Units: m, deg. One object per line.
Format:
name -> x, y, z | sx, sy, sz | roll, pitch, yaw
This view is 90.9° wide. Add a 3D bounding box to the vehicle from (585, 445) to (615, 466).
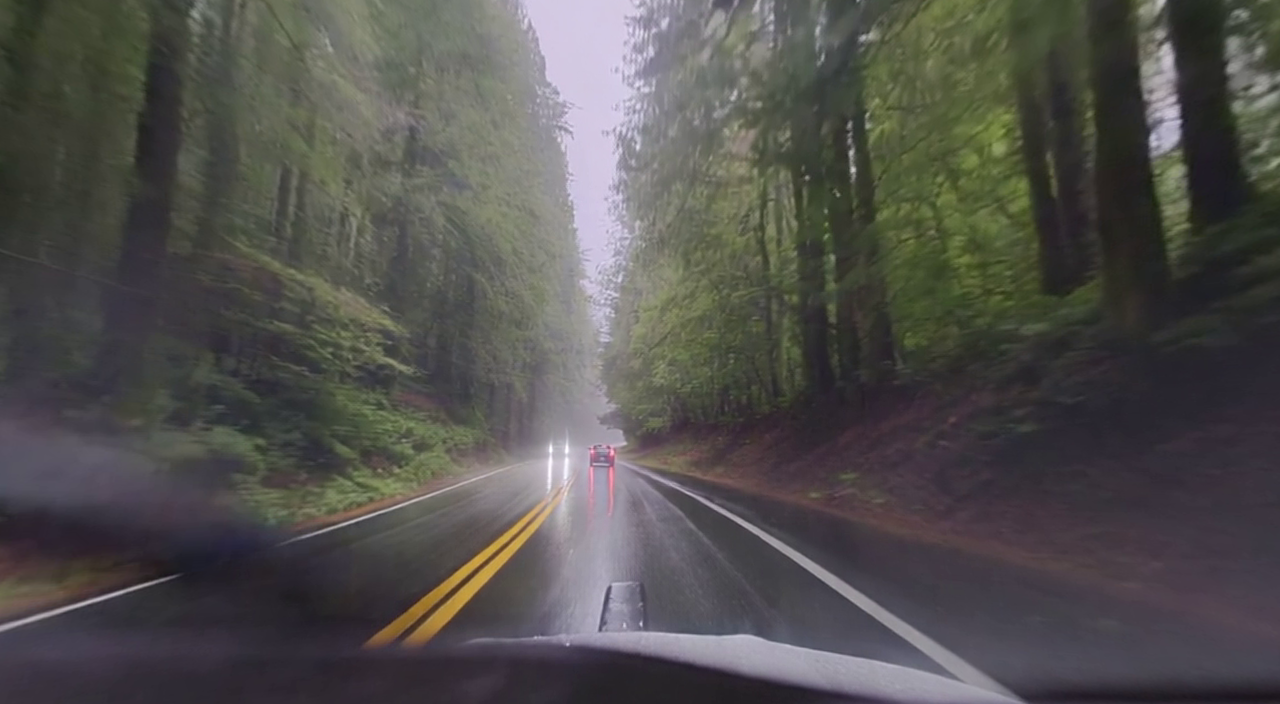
vehicle -> -3.103, 7.831, 47.762 | 2.120, 1.491, 4.349 | 0, -9, -5
